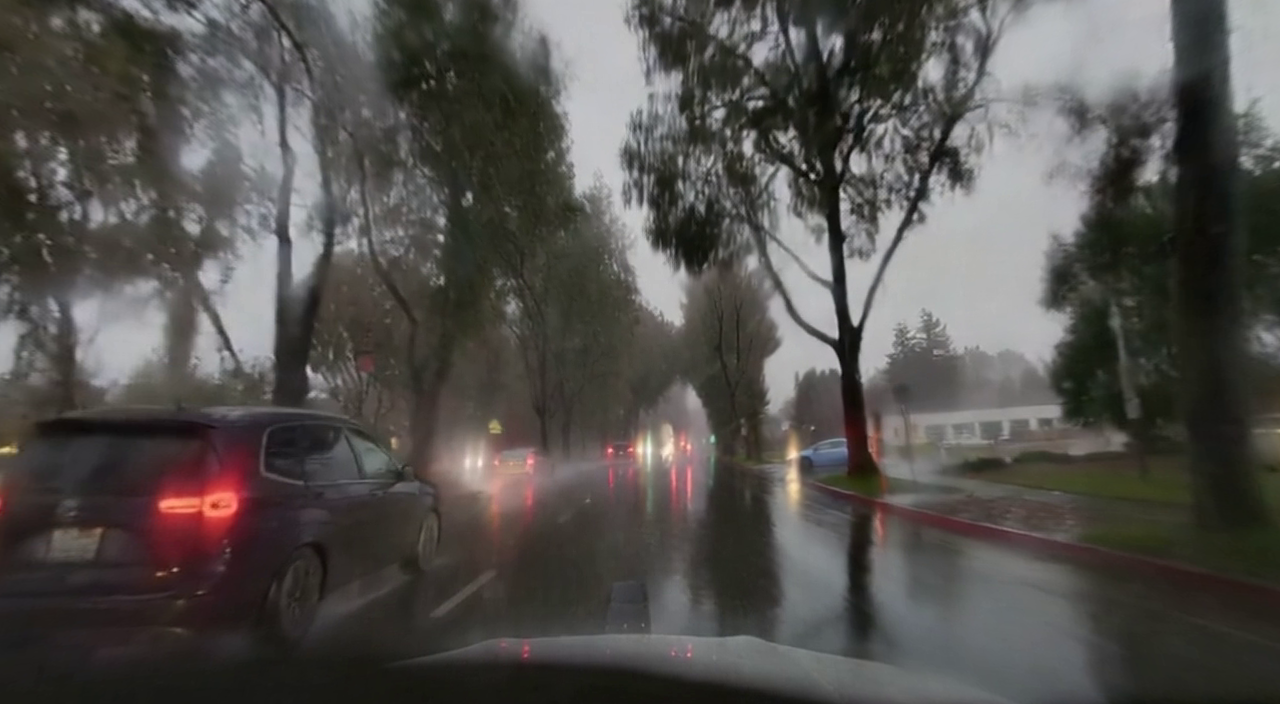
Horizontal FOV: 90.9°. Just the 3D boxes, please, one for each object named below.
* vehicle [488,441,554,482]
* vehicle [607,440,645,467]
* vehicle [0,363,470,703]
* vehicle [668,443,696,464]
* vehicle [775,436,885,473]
[{"bbox_3d":[-5.389,5.016,29.126,1.985,1.708,4.310,-1,-9,4],"label":"vehicle"},{"bbox_3d":[-0.940,7.232,45.190,2.255,1.806,4.710,-1,-9,5],"label":"vehicle"},{"bbox_3d":[-3.139,1.258,5.414,2.123,1.761,4.322,0,-9,0],"label":"vehicle"},{"bbox_3d":[3.308,8.008,49.819,2.088,1.597,4.309,-1,-9,3],"label":"vehicle"},{"bbox_3d":[8.936,4.901,30.126,4.824,1.646,2.077,-2,-9,12],"label":"vehicle"}]
